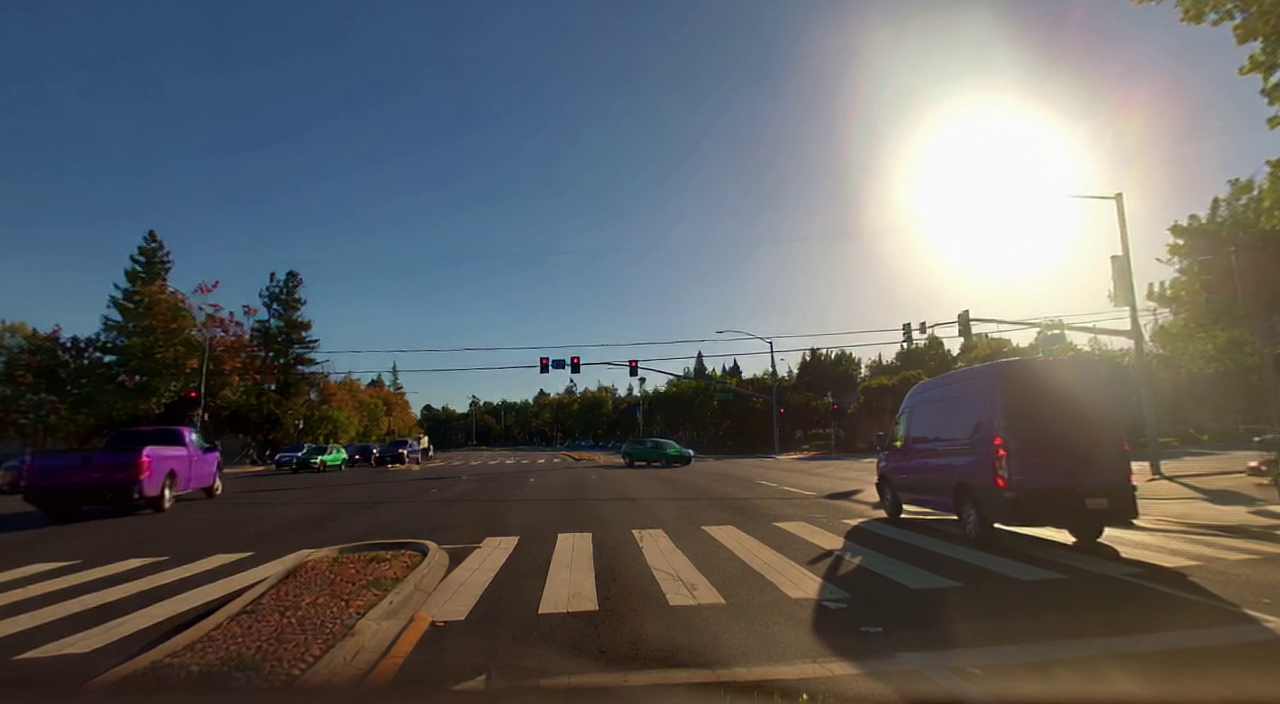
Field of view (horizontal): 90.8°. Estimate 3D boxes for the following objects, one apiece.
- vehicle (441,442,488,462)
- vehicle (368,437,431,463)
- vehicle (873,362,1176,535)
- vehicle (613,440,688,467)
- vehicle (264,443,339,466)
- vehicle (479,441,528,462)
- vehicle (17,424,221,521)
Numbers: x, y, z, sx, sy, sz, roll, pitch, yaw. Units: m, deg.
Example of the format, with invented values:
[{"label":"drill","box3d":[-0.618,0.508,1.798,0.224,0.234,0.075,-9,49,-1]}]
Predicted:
[{"label":"vehicle","box3d":[-13.209,7.587,47.857,1.845,1.426,4.289,-1,-9,8]},{"label":"vehicle","box3d":[-17.404,7.150,45.999,2.189,1.753,4.785,-1,-9,8]},{"label":"vehicle","box3d":[6.565,1.794,11.903,2.332,2.511,5.326,0,-9,1]},{"label":"vehicle","box3d":[0.545,5.737,35.706,3.909,1.409,1.907,-7,-11,40]},{"label":"vehicle","box3d":[-21.857,6.641,40.976,1.859,1.415,4.591,-1,-9,8]},{"label":"vehicle","box3d":[-10.173,7.468,47.391,2.097,1.484,4.596,-1,-9,8]},{"label":"vehicle","box3d":[-10.659,2.450,13.428,2.115,1.653,4.553,4,-9,-24]}]
